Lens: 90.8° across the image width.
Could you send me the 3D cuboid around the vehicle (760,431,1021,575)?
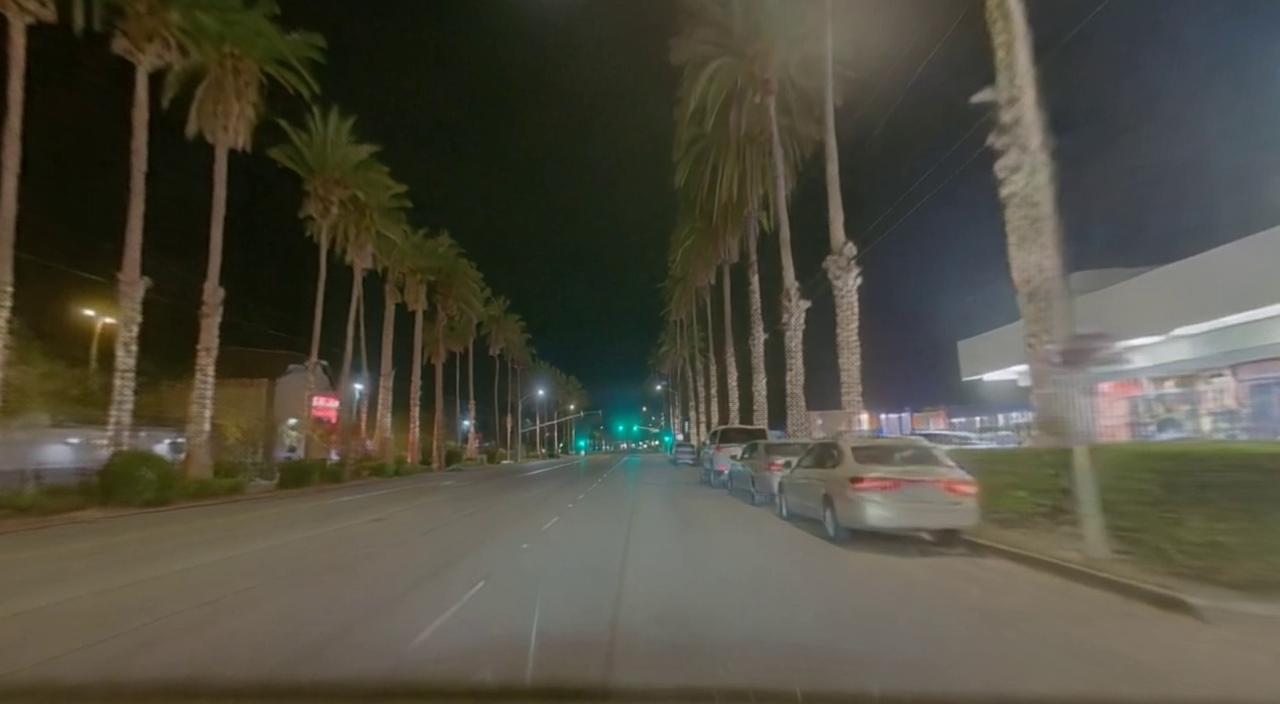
[{"bbox_3d":[3.245,2.052,9.411,2.046,1.588,4.508,0,-9,0],"label":"vehicle"}]
